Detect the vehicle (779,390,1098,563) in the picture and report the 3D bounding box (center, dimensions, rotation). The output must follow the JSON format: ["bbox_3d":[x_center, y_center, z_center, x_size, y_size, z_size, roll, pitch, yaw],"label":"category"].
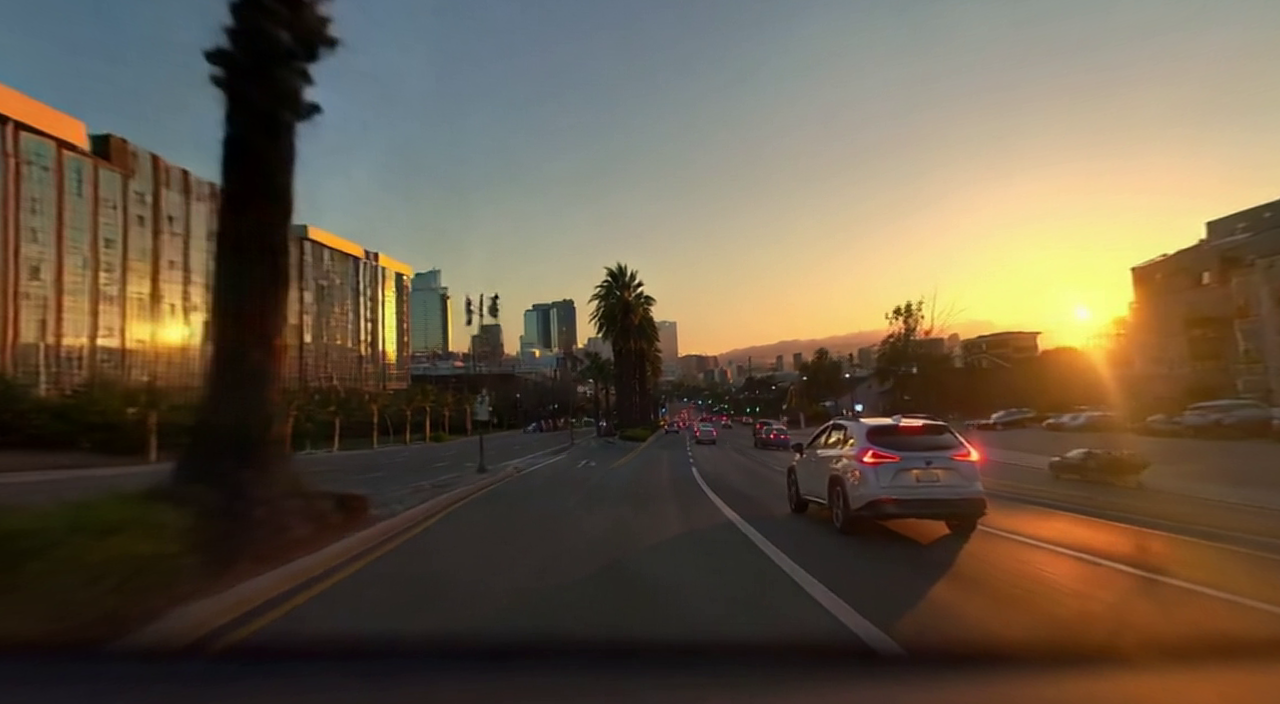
[{"bbox_3d":[3.659,1.680,9.057,2.219,1.795,4.718,0,-9,0],"label":"vehicle"}]

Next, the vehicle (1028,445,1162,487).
[{"bbox_3d":[17.355,4.364,24.430,1.869,1.438,4.366,0,-9,-1],"label":"vehicle"}]
